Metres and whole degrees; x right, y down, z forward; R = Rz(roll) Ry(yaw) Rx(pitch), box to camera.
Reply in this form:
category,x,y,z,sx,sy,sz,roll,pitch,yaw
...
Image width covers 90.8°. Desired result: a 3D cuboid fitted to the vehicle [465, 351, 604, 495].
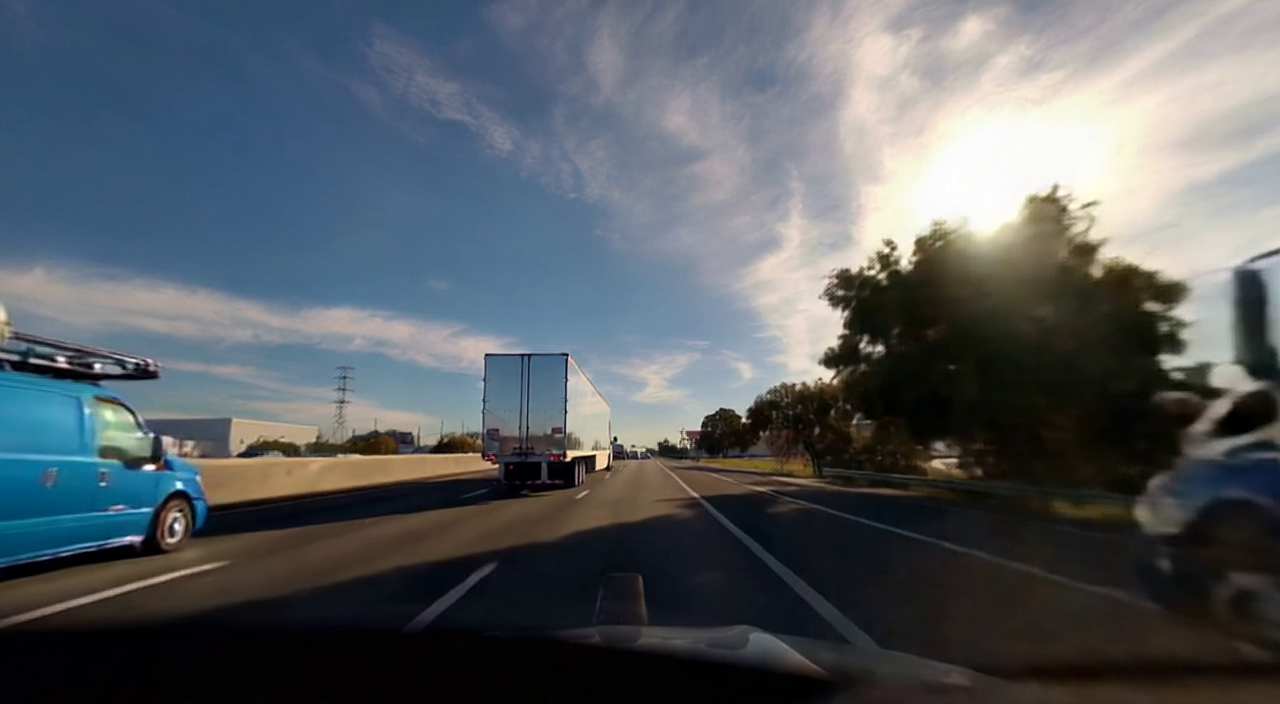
category,x,y,z,sx,sy,sz,roll,pitch,yaw
vehicle,-3.451,3.224,26.245,2.939,4.132,16.303,0,-9,0

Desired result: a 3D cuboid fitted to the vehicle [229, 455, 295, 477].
category,x,y,z,sx,sy,sz,roll,pitch,yaw
vehicle,-27.429,8.241,45.989,1.802,1.455,4.803,0,-9,1

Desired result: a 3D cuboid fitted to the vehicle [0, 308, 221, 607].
category,x,y,z,sx,sy,sz,roll,pitch,yaw
vehicle,-6.972,0.923,5.510,2.385,2.672,6.049,0,-9,0
